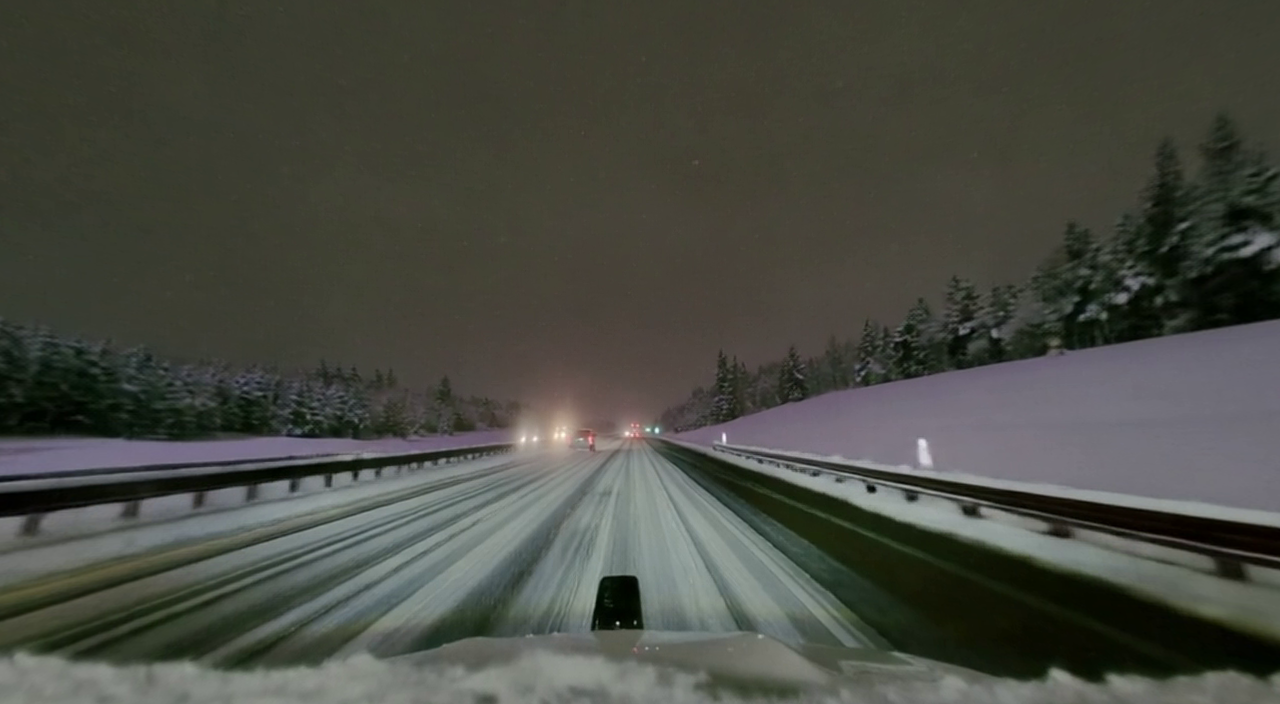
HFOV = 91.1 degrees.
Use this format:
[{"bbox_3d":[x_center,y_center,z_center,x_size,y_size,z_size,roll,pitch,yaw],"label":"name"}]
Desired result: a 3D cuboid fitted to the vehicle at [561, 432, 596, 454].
[{"bbox_3d":[-4.598,6.907,47.888,2.149,1.532,4.905,0,-8,0],"label":"vehicle"}]
